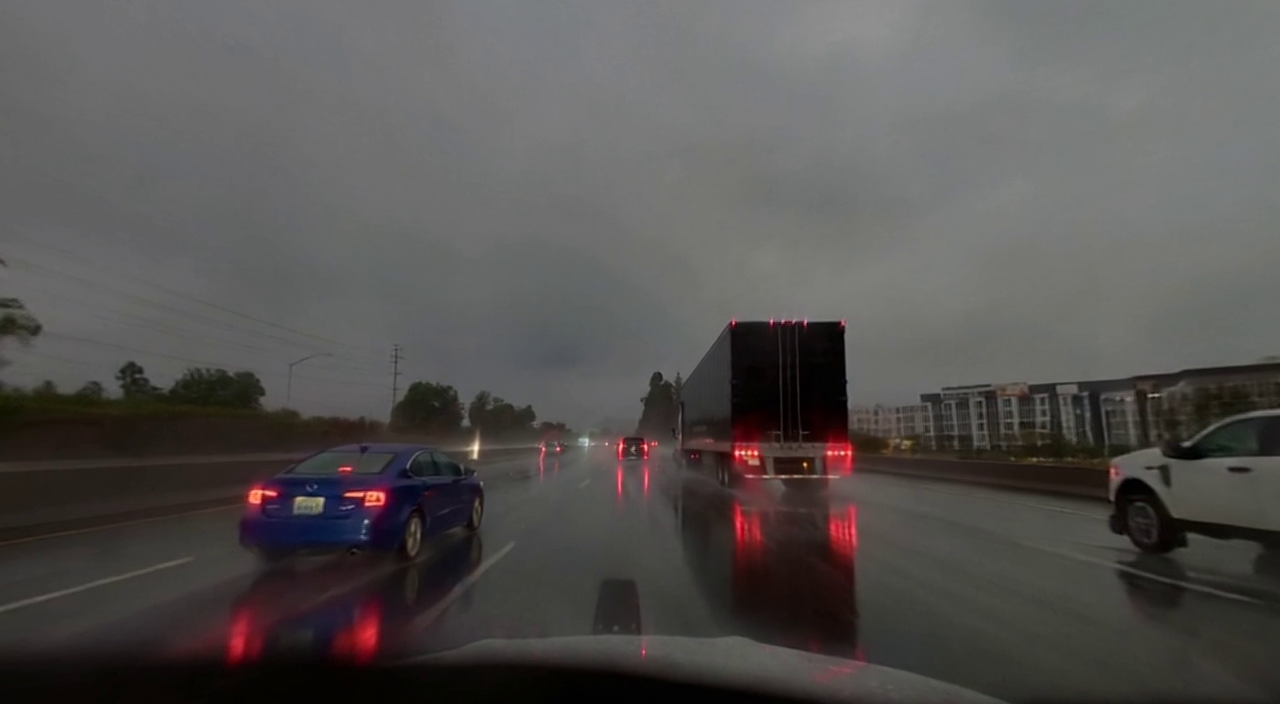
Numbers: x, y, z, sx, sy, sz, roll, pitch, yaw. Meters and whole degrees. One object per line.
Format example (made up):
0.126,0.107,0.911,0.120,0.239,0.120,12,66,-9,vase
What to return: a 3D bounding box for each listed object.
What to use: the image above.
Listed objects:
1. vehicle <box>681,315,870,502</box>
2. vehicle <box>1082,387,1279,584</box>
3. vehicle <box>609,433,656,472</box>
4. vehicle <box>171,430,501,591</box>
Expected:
3.418,2.344,21.355,2.876,4.086,15.117,0,-9,-1,vehicle
6.952,1.184,5.552,2.106,1.795,5.489,0,-9,0,vehicle
-0.379,5.039,31.786,2.203,1.805,4.358,0,-9,-1,vehicle
-3.205,1.764,7.932,1.864,1.406,4.544,0,-9,0,vehicle
